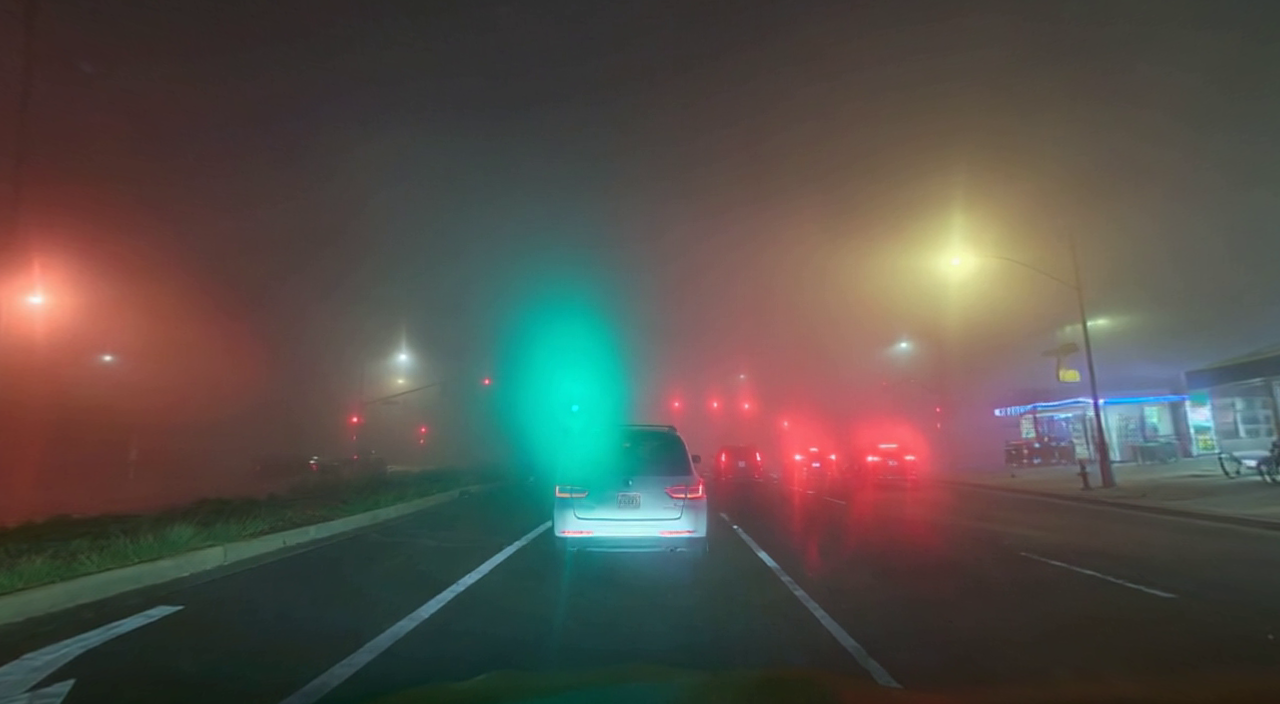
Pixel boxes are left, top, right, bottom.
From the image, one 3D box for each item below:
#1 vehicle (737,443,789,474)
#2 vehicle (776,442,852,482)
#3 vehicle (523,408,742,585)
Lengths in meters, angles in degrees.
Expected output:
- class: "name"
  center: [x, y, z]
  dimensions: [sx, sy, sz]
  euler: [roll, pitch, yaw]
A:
- class: "vehicle"
  center: [6.274, 5.457, 32.642]
  dimensions: [1.961, 1.477, 4.454]
  euler: [0, -9, 2]
- class: "vehicle"
  center: [6.863, 4.379, 25.273]
  dimensions: [1.833, 1.452, 4.237]
  euler: [0, -9, 0]
- class: "vehicle"
  center: [-0.058, 1.696, 8.123]
  dimensions: [2.115, 1.700, 3.901]
  euler: [0, -8, 1]
